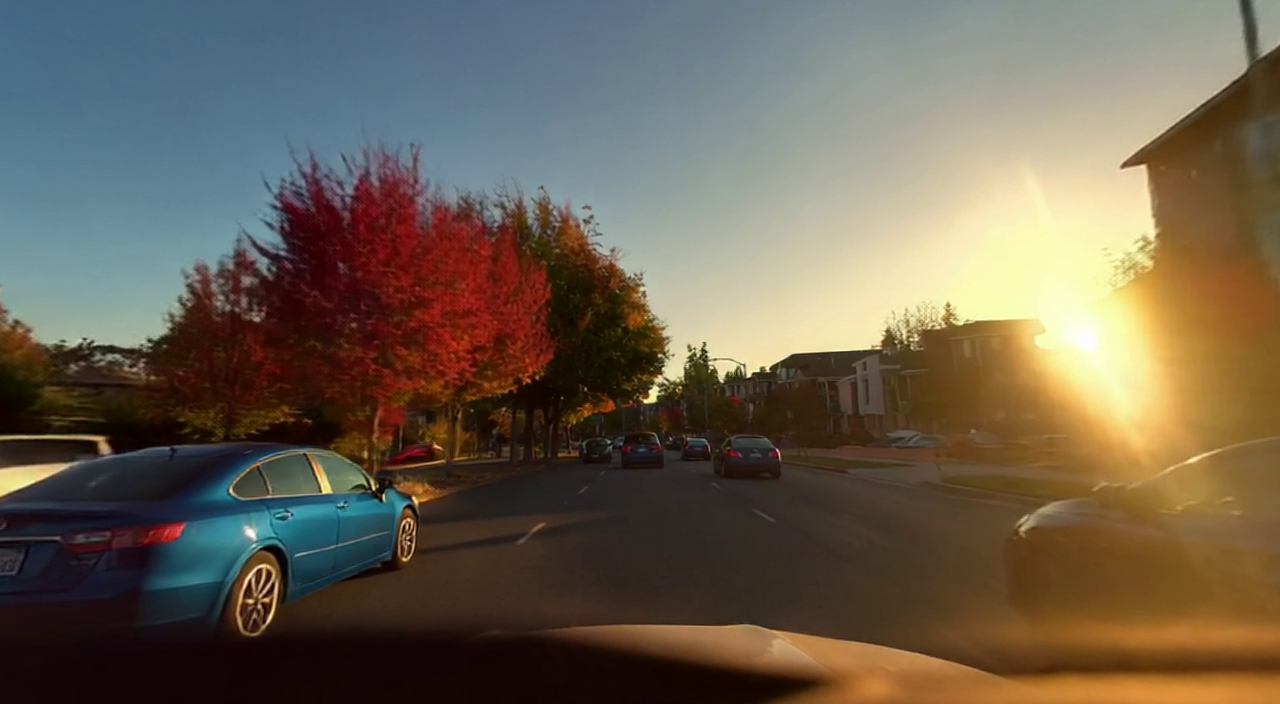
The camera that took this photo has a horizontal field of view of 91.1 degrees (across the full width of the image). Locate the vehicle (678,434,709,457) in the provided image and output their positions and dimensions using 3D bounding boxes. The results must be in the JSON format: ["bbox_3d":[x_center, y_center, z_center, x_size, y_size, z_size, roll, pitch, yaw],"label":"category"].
[{"bbox_3d":[4.208,7.431,49.961,2.067,1.687,4.163,0,-8,-1],"label":"vehicle"}]

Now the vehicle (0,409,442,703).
[{"bbox_3d":[-3.494,1.369,5.418,1.997,1.479,4.547,0,-8,1],"label":"vehicle"}]

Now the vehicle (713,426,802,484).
[{"bbox_3d":[3.661,3.324,20.504,2.019,1.675,4.488,0,-8,0],"label":"vehicle"}]

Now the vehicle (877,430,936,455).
[{"bbox_3d":[18.214,6.273,43.104,1.767,1.400,4.107,-4,-10,-7],"label":"vehicle"}]

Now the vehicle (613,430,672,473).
[{"bbox_3d":[0.099,4.161,26.416,2.293,1.662,4.262,0,-8,0],"label":"vehicle"}]

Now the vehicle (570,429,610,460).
[{"bbox_3d":[-3.403,6.467,43.876,2.246,2.062,5.123,0,-8,1],"label":"vehicle"}]

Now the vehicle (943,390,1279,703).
[{"bbox_3d":[3.384,0.926,2.586,2.060,1.474,4.475,0,-8,1],"label":"vehicle"}]
